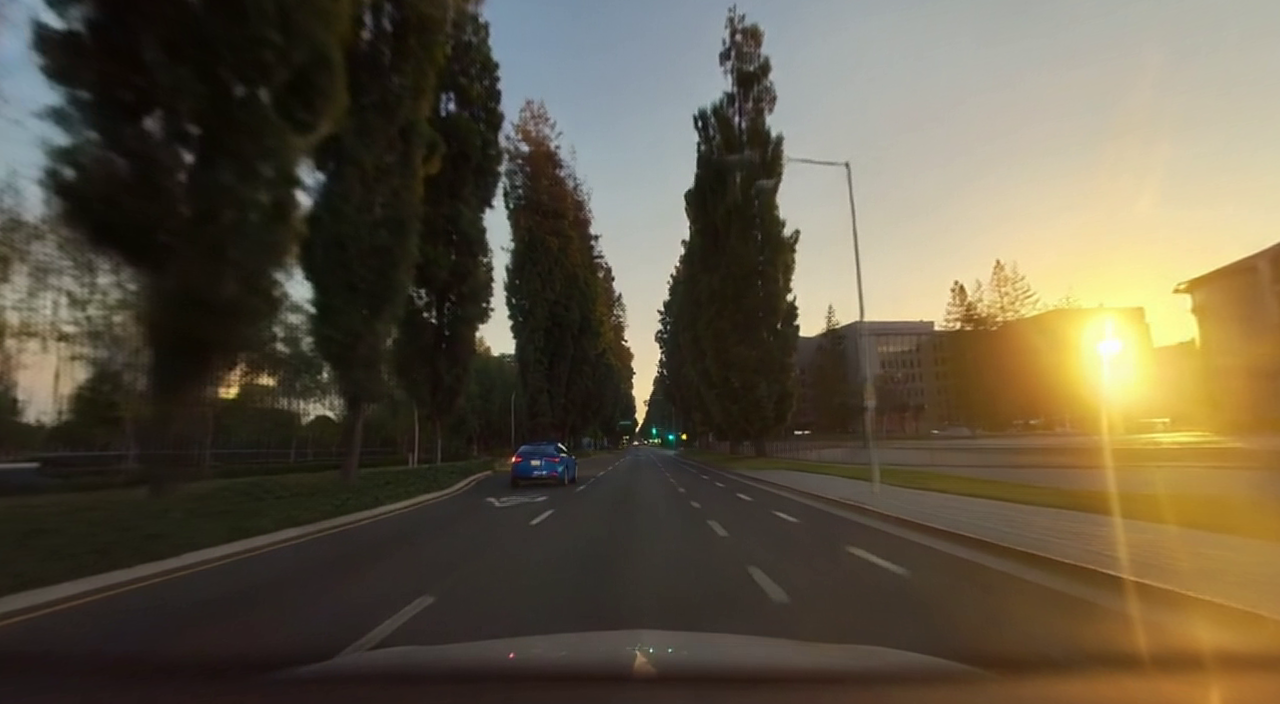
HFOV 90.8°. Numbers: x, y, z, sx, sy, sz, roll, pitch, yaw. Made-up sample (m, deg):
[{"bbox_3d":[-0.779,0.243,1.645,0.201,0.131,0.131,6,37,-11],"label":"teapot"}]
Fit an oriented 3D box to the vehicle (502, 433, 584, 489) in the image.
[{"bbox_3d":[-3.257,3.772,22.131,2.121,1.724,4.392,0,-9,1],"label":"vehicle"}]
